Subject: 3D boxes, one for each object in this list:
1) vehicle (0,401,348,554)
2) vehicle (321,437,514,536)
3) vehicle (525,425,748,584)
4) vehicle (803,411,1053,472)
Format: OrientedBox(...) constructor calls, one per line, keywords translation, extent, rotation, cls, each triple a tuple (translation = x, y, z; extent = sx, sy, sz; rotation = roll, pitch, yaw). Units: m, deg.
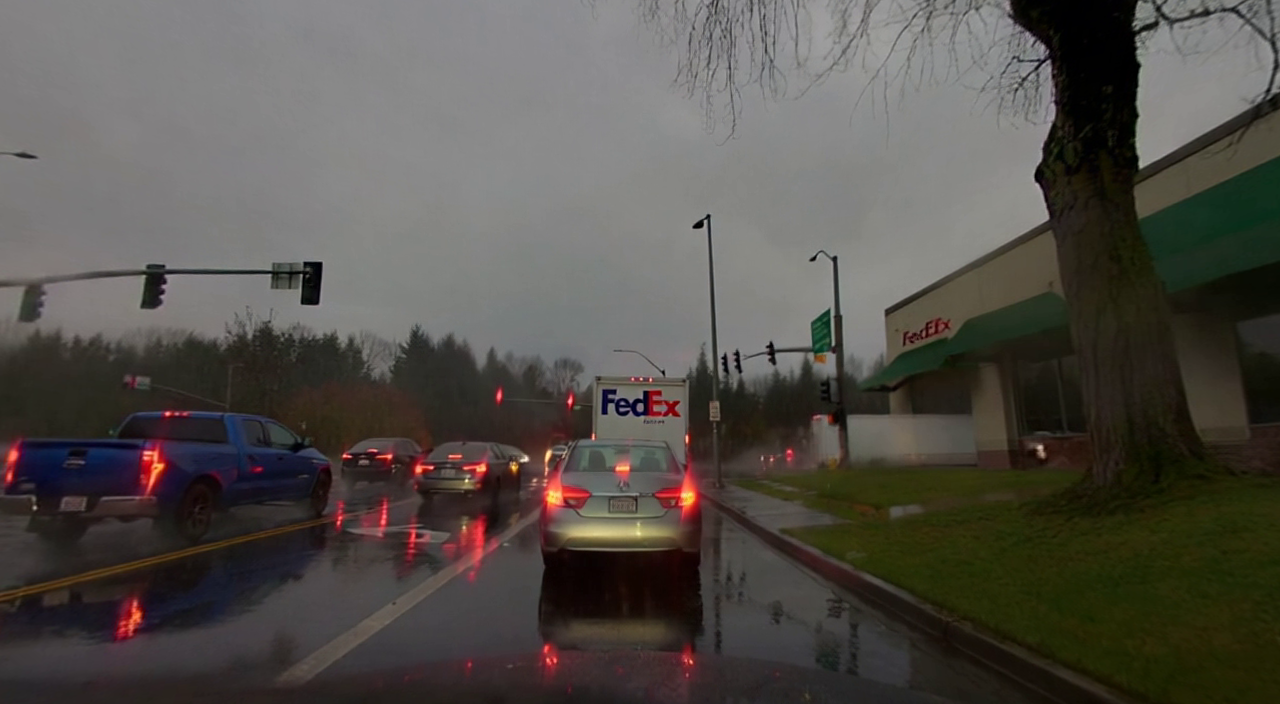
OrientedBox(translation=(-7.285, 1.979, 10.650), extent=(2.125, 1.893, 5.498), rotation=(0, -9, -2), cls="vehicle")
OrientedBox(translation=(-3.866, 2.401, 11.877), extent=(1.949, 1.487, 4.390), rotation=(0, -9, 1), cls="vehicle")
OrientedBox(translation=(-0.030, 1.797, 8.259), extent=(2.145, 1.513, 4.269), rotation=(0, -9, 0), cls="vehicle")
OrientedBox(translation=(16.458, 5.244, 36.764), extent=(12.889, 3.380, 3.345), rotation=(0, -9, 0), cls="vehicle")
